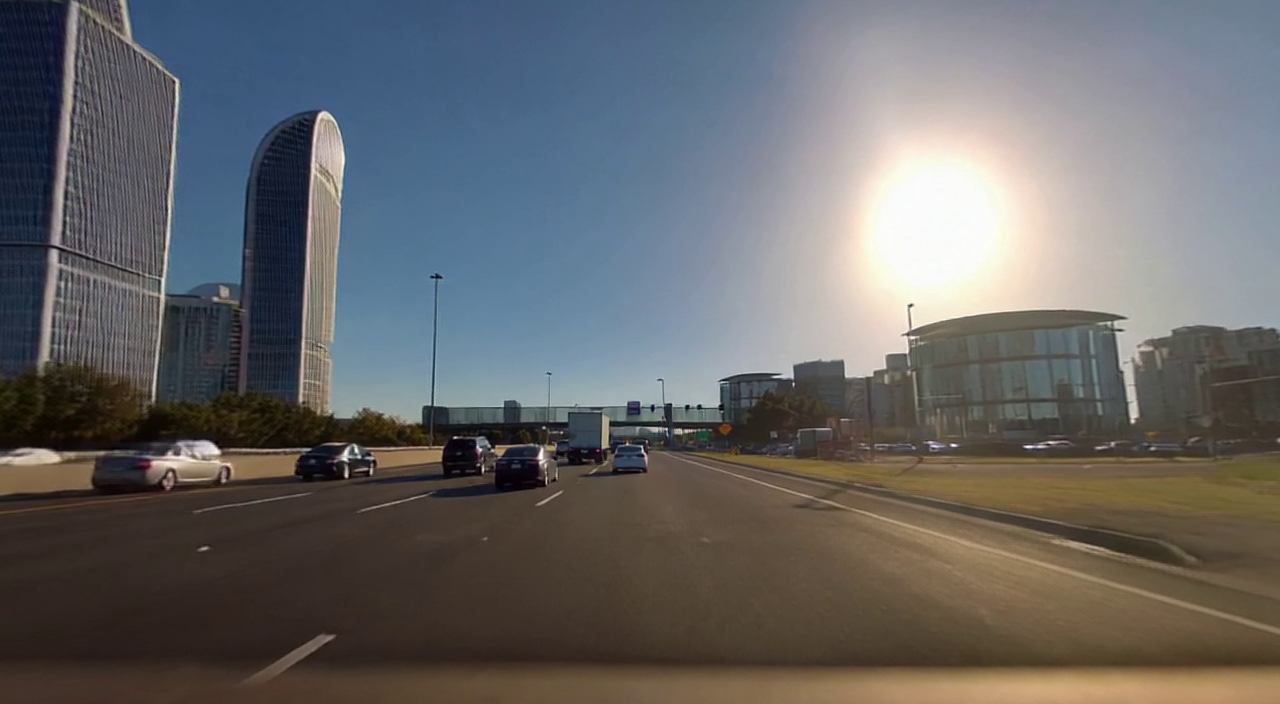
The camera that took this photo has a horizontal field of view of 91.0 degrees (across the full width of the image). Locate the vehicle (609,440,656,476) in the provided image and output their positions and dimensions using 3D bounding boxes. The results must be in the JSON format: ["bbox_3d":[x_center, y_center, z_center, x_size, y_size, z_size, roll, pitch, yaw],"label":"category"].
[{"bbox_3d":[-0.348,4.811,28.803,1.991,1.488,3.922,0,-9,0],"label":"vehicle"}]

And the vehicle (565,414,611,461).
[{"bbox_3d":[-3.935,6.810,49.693,2.955,3.359,8.322,0,-9,0],"label":"vehicle"}]

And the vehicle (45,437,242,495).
[{"bbox_3d":[-14.506,3.339,18.876,1.948,1.483,4.814,0,-9,0],"label":"vehicle"}]

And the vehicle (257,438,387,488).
[{"bbox_3d":[-10.724,3.766,21.737,1.987,1.495,4.710,0,-9,1],"label":"vehicle"}]

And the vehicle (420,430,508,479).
[{"bbox_3d":[-7.207,4.268,26.354,2.190,1.821,4.800,0,-9,1],"label":"vehicle"}]

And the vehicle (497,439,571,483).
[{"bbox_3d":[-3.931,4.124,24.146,2.016,1.497,4.235,0,-9,1],"label":"vehicle"}]
